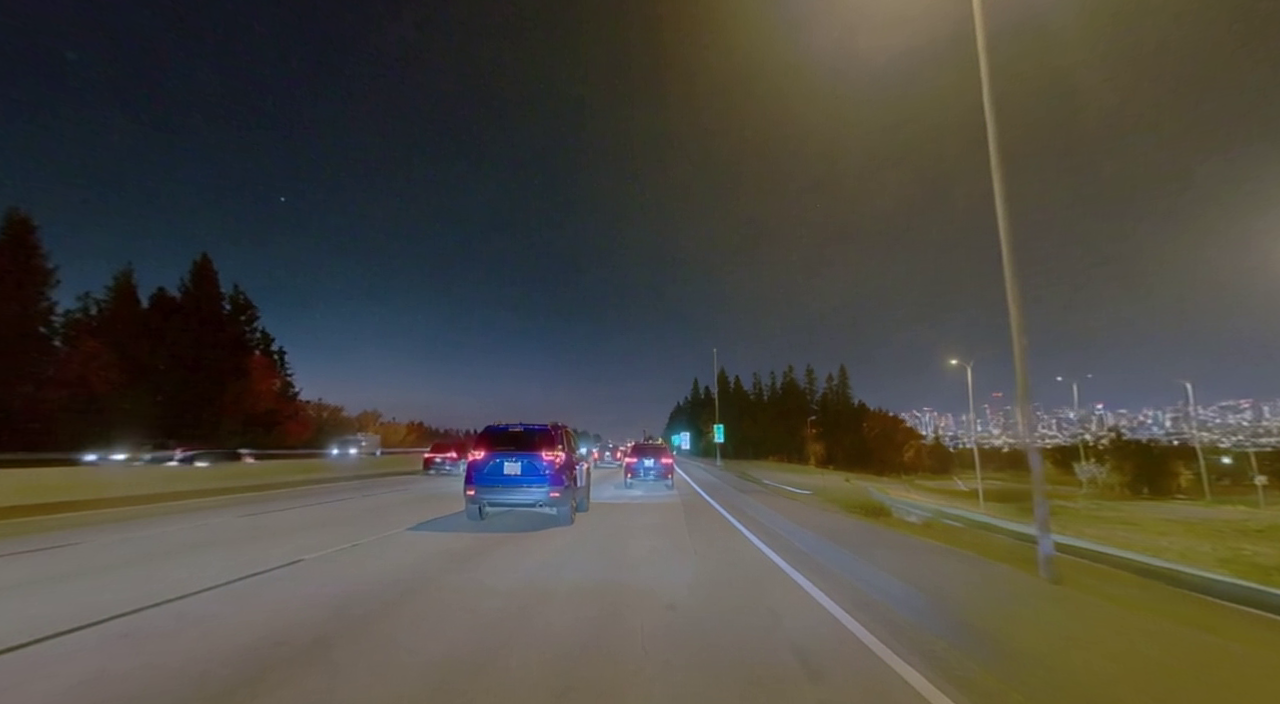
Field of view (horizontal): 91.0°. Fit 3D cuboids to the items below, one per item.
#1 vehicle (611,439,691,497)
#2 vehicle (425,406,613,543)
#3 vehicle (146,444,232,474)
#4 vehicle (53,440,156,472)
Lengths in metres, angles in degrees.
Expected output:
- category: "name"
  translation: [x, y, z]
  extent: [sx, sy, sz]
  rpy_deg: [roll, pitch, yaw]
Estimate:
- category: "vehicle"
  translation: [0.349, 3.337, 18.450]
  extent: [2.068, 1.488, 4.045]
  rpy_deg: [0, -9, 2]
- category: "vehicle"
  translation: [-1.691, 1.936, 10.460]
  extent: [2.123, 1.798, 4.108]
  rpy_deg: [0, -9, 3]
- category: "vehicle"
  translation: [-24.172, 5.715, 33.923]
  extent: [1.631, 1.470, 3.783]
  rpy_deg: [-1, -8, 3]
- category: "vehicle"
  translation: [-28.684, 5.600, 33.938]
  extent: [1.804, 1.610, 4.057]
  rpy_deg: [0, -9, 3]
